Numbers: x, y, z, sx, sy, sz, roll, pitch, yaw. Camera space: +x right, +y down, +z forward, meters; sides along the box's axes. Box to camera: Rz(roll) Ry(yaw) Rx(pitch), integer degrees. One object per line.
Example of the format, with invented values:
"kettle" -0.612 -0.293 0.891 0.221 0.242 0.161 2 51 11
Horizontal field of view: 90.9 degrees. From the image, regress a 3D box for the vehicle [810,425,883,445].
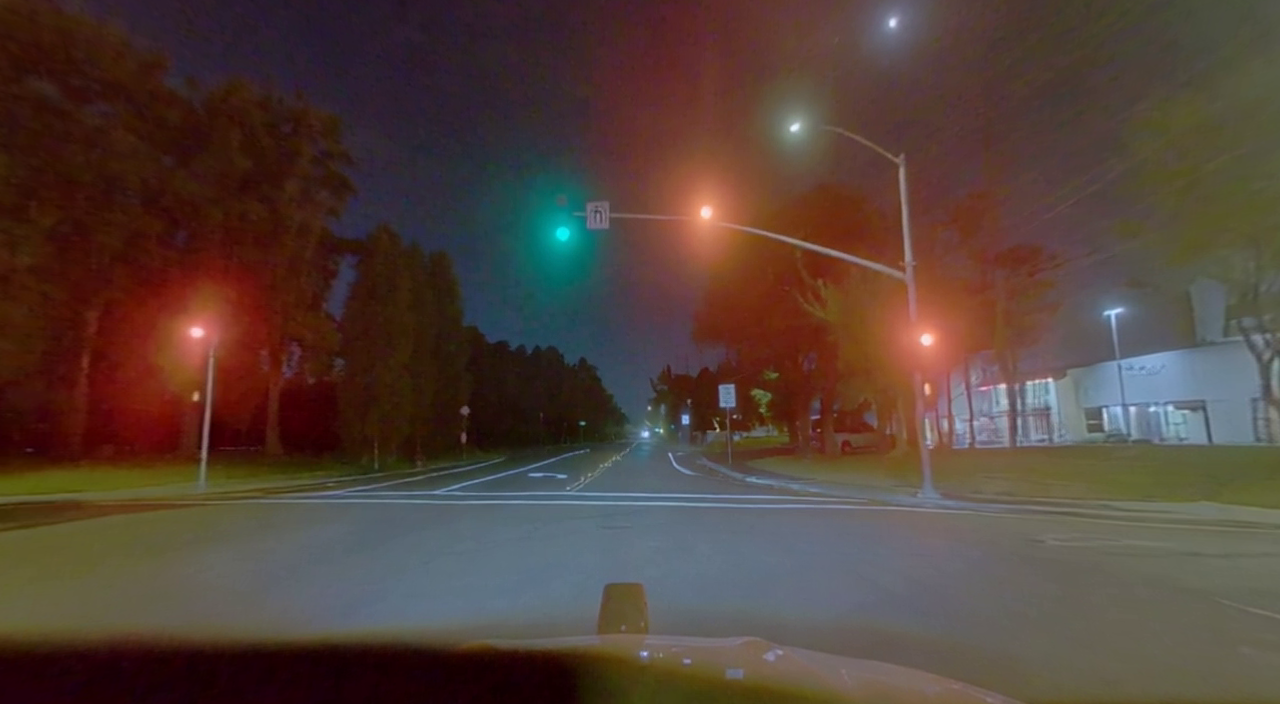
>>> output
"vehicle" 14.958 6.041 45.768 4.693 1.437 1.799 0 -8 3
